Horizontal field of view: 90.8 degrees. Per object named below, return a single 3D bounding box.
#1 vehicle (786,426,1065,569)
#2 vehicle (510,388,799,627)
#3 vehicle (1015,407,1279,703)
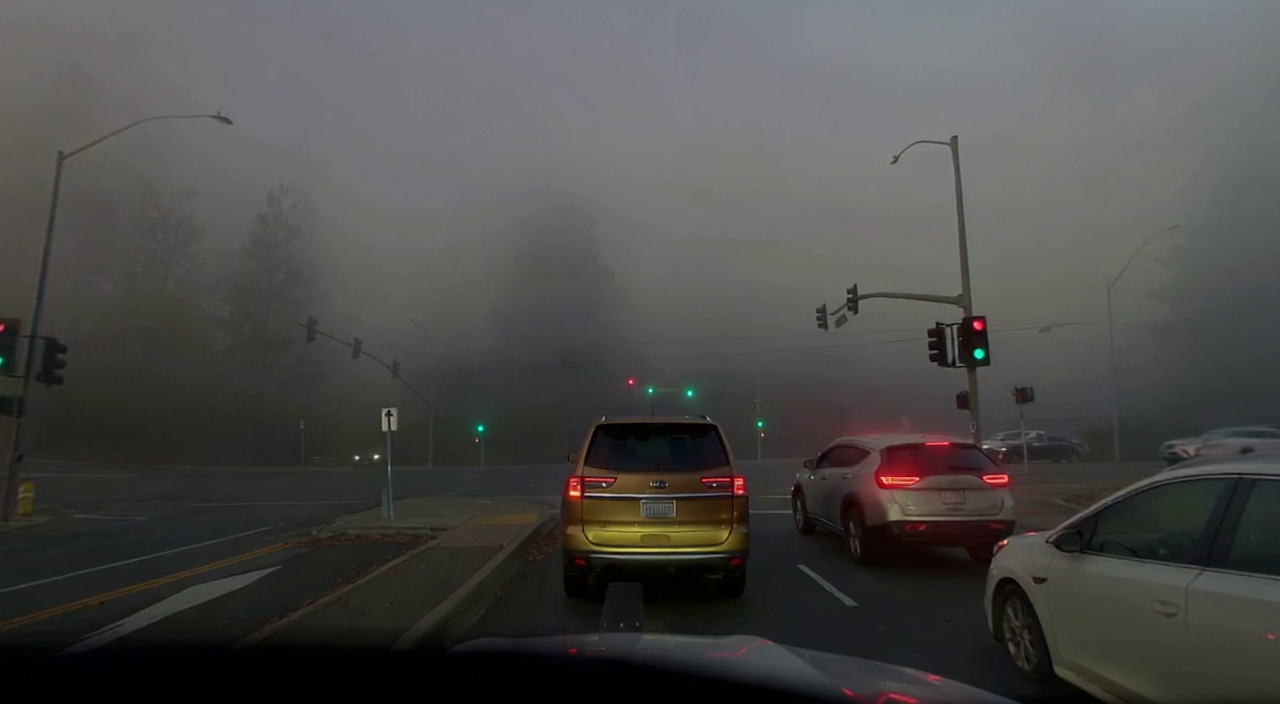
[{"bbox_3d":[3.526,1.861,8.867,1.861,1.495,4.215,0,-8,-1],"label":"vehicle"},{"bbox_3d":[0.103,1.497,7.070,2.170,1.793,4.468,0,-8,0],"label":"vehicle"},{"bbox_3d":[3.157,0.820,1.428,1.924,1.466,4.461,0,-8,1],"label":"vehicle"}]
